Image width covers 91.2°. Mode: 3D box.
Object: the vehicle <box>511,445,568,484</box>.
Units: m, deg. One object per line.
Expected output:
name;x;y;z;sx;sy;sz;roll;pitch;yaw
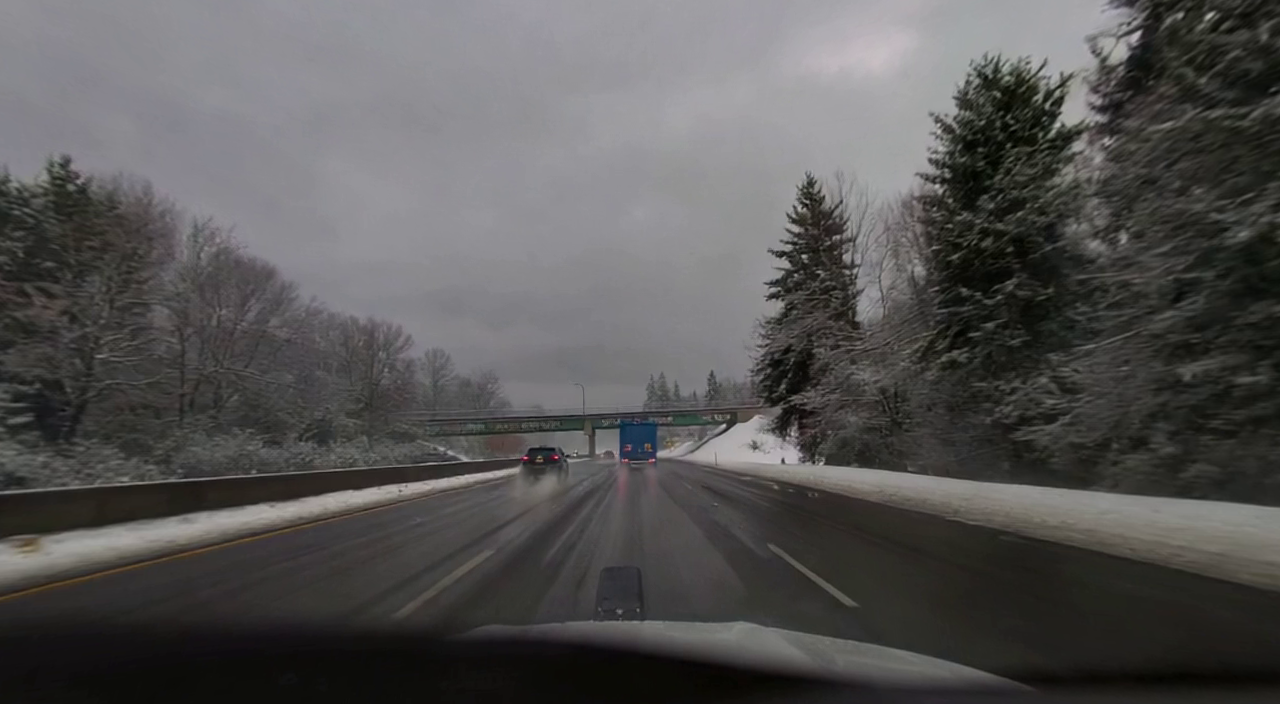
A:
vehicle;-4.305;4.874;27.384;1.892;1.529;3.996;0;-9;-1
